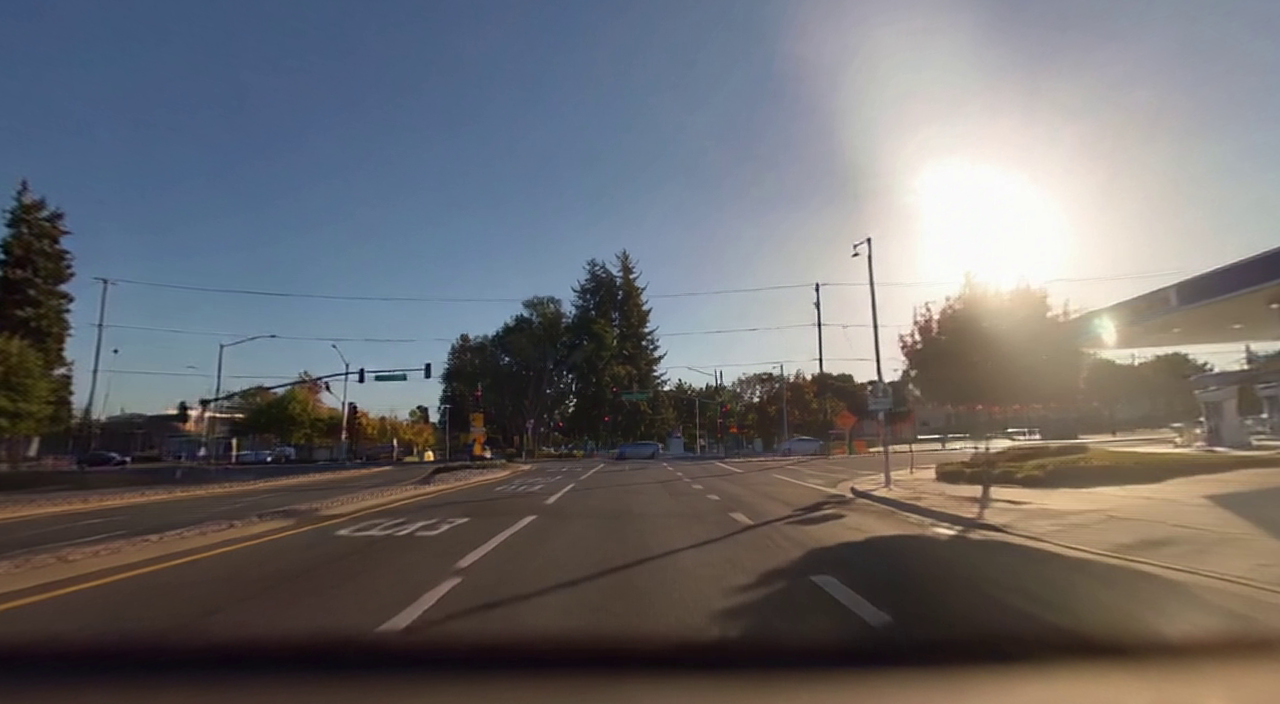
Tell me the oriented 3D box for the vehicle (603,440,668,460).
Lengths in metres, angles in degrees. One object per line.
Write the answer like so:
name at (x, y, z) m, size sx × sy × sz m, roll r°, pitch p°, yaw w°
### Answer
vehicle at (-0.373, 7.608, 49.266) m, size 4.709 × 1.501 × 1.895 m, roll 3°, pitch -9°, yaw -19°
